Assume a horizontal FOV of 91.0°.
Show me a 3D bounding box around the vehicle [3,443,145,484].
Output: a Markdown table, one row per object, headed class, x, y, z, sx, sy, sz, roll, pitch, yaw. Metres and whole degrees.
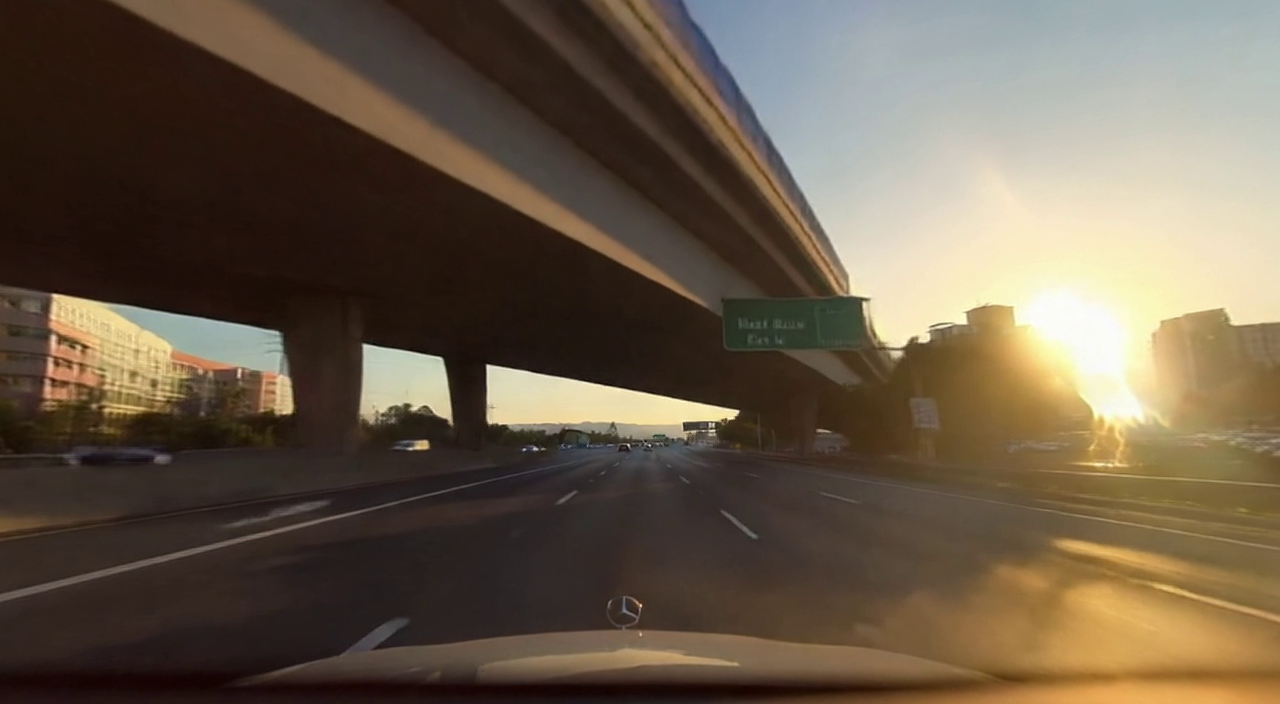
| class | x | y | z | sx | sy | sz | roll | pitch | yaw |
| --- | --- | --- | --- | --- | --- | --- | --- | --- | --- |
| vehicle | -23.900 | 4.692 | 26.841 | 1.875 | 1.547 | 4.382 | 0 | -9 | 1 |
